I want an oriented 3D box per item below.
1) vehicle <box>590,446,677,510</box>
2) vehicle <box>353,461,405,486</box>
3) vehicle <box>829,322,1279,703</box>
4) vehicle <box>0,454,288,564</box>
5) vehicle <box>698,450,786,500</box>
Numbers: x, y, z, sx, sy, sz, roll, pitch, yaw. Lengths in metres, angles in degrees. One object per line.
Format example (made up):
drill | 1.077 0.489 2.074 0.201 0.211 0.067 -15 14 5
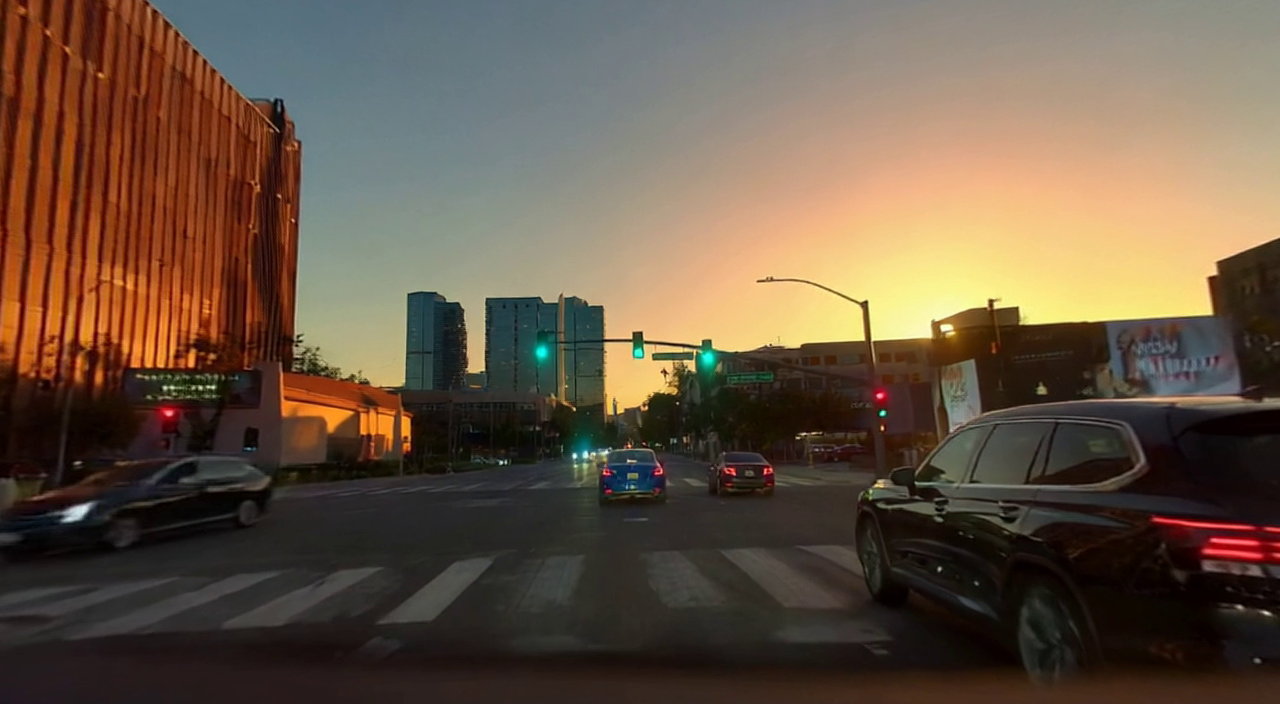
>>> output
vehicle | -0.206 3.353 17.303 2.095 1.502 3.873 0 -9 -2
vehicle | -19.206 8.973 46.741 1.942 1.628 4.721 0 -9 -1
vehicle | 2.982 1.102 4.172 2.047 1.785 4.357 0 -9 -1
vehicle | -8.672 2.642 11.476 1.879 1.510 4.619 0 -9 0
vehicle | 3.173 3.913 20.600 2.009 1.414 4.416 0 -9 -2
